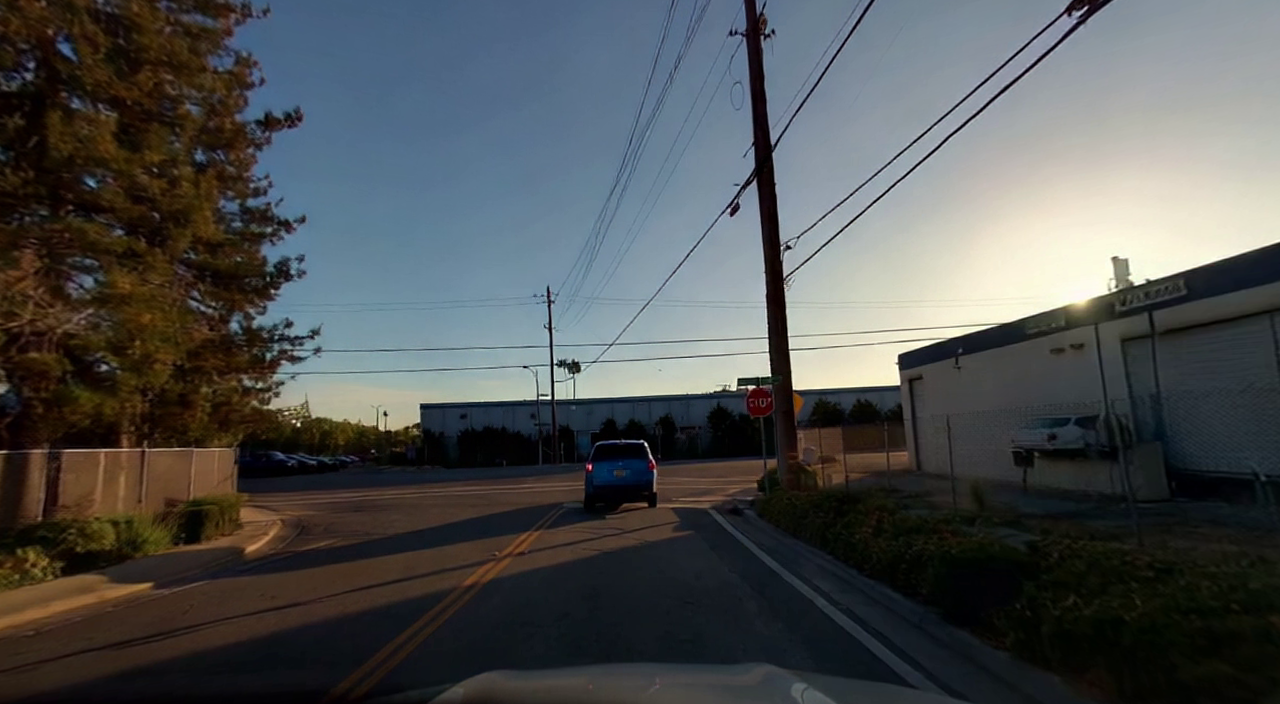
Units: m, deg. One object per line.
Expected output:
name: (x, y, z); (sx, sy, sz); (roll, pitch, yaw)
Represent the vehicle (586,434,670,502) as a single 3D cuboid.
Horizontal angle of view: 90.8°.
vehicle: (-0.420, 3.244, 18.172); (2.137, 1.698, 4.166); (0, -8, -3)
